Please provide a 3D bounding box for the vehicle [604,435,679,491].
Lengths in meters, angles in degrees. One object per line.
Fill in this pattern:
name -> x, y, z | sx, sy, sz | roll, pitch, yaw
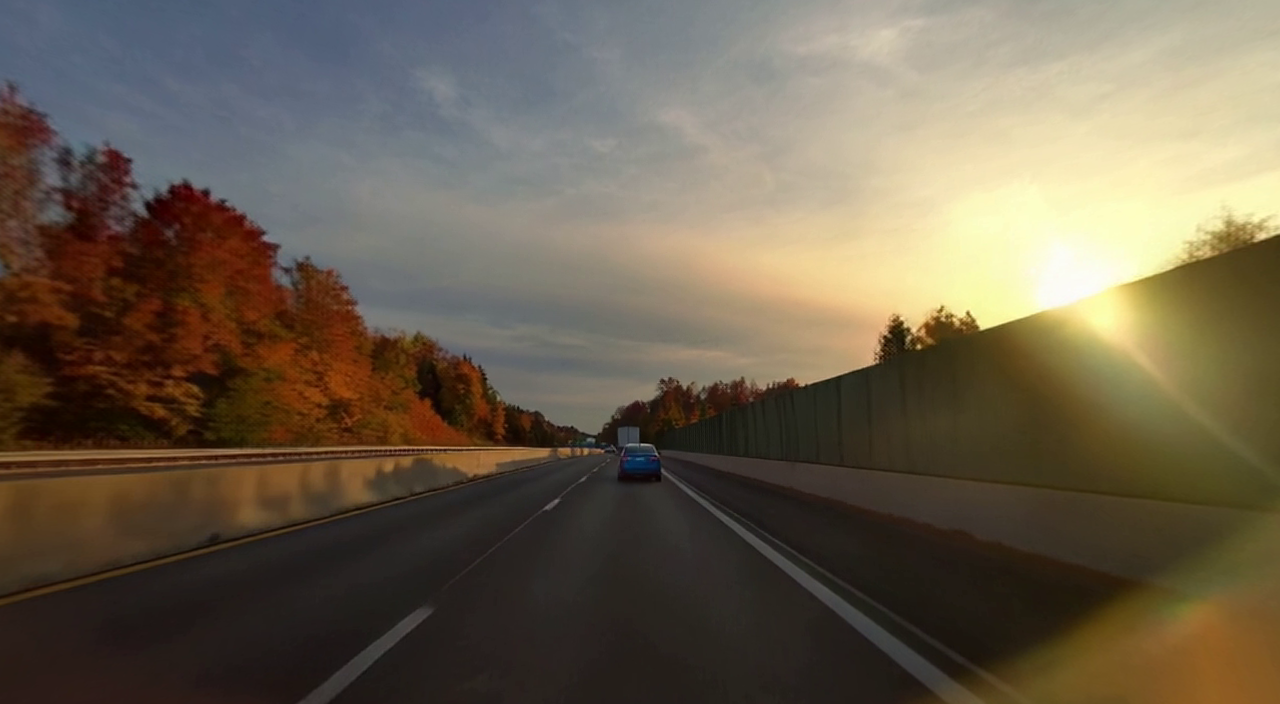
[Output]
vehicle -> -0.006, 3.345, 19.332 | 2.057, 1.516, 4.065 | 0, -8, -2
